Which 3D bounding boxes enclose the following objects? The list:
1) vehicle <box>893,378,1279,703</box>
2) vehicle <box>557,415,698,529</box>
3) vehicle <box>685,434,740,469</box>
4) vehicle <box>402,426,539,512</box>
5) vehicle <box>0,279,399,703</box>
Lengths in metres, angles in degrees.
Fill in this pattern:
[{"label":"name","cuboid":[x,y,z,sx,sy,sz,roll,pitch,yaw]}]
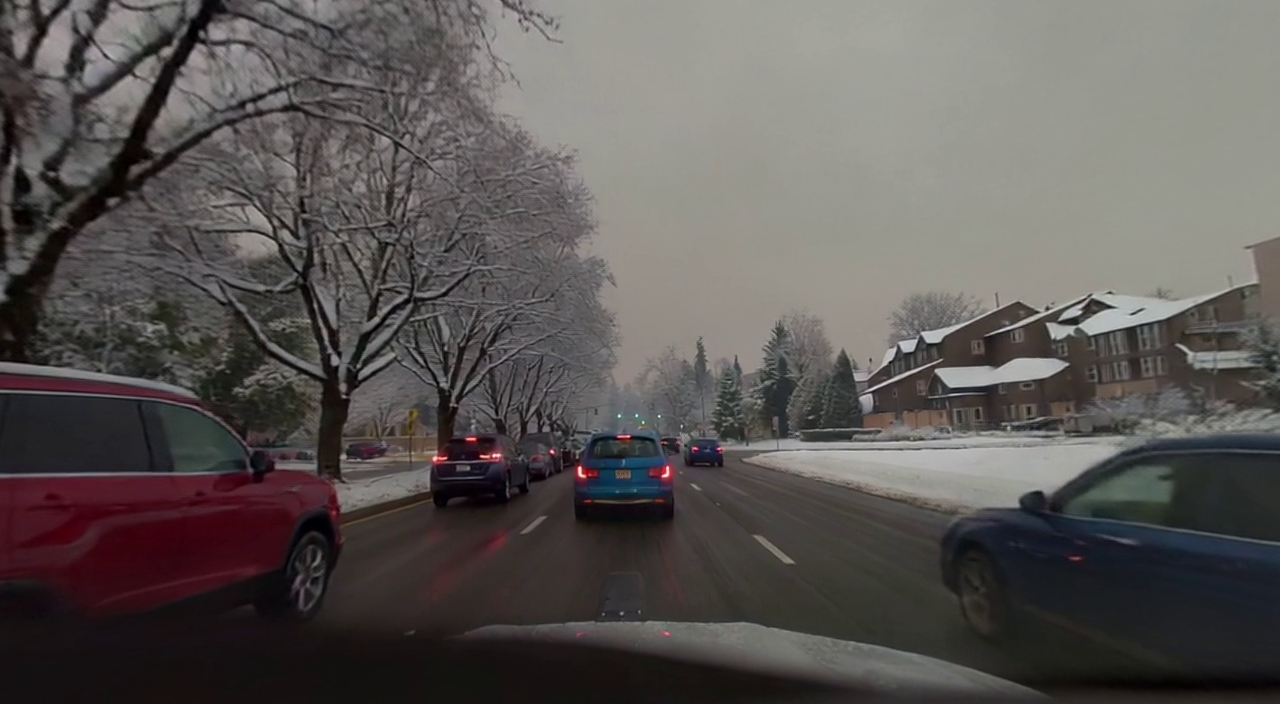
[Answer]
[{"label":"vehicle","cuboid":[3.124,0.964,2.774,2.056,1.536,4.678,0,-8,0]},{"label":"vehicle","cuboid":[-0.204,2.093,11.583,2.112,1.693,4.058,0,-8,-1]},{"label":"vehicle","cuboid":[3.653,5.133,32.712,2.188,1.685,4.604,0,-8,-2]},{"label":"vehicle","cuboid":[-3.666,2.597,14.565,1.948,1.668,4.279,0,-8,0]},{"label":"vehicle","cuboid":[-3.549,0.906,3.777,2.304,1.928,4.833,0,-8,0]}]
